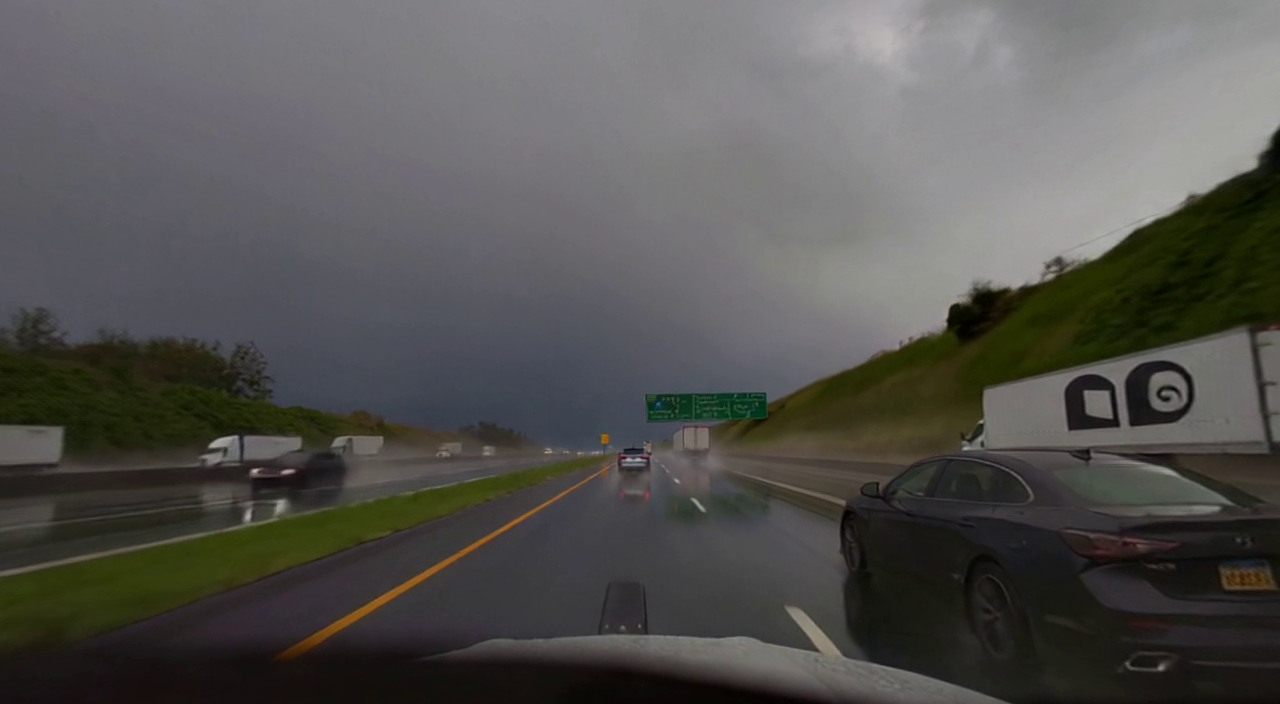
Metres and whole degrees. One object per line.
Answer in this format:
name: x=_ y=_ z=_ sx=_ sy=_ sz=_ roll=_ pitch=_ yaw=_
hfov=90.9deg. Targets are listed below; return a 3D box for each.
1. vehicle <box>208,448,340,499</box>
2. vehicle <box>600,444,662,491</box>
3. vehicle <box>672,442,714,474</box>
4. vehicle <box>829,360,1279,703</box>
vehicle: x=-11.852 y=3.929 z=20.791 sx=1.808 sy=1.491 sz=4.167 roll=0 pitch=-9 yaw=0
vehicle: x=-0.292 y=3.992 z=22.053 sx=1.970 sy=1.441 sz=3.846 roll=0 pitch=-9 yaw=0
vehicle: x=3.029 y=6.154 z=36.824 sx=2.048 sy=1.704 sz=4.284 roll=0 pitch=-9 yaw=0
vehicle: x=2.913 y=1.106 z=3.885 sx=1.997 sy=1.534 sz=4.664 roll=0 pitch=-9 yaw=-1
